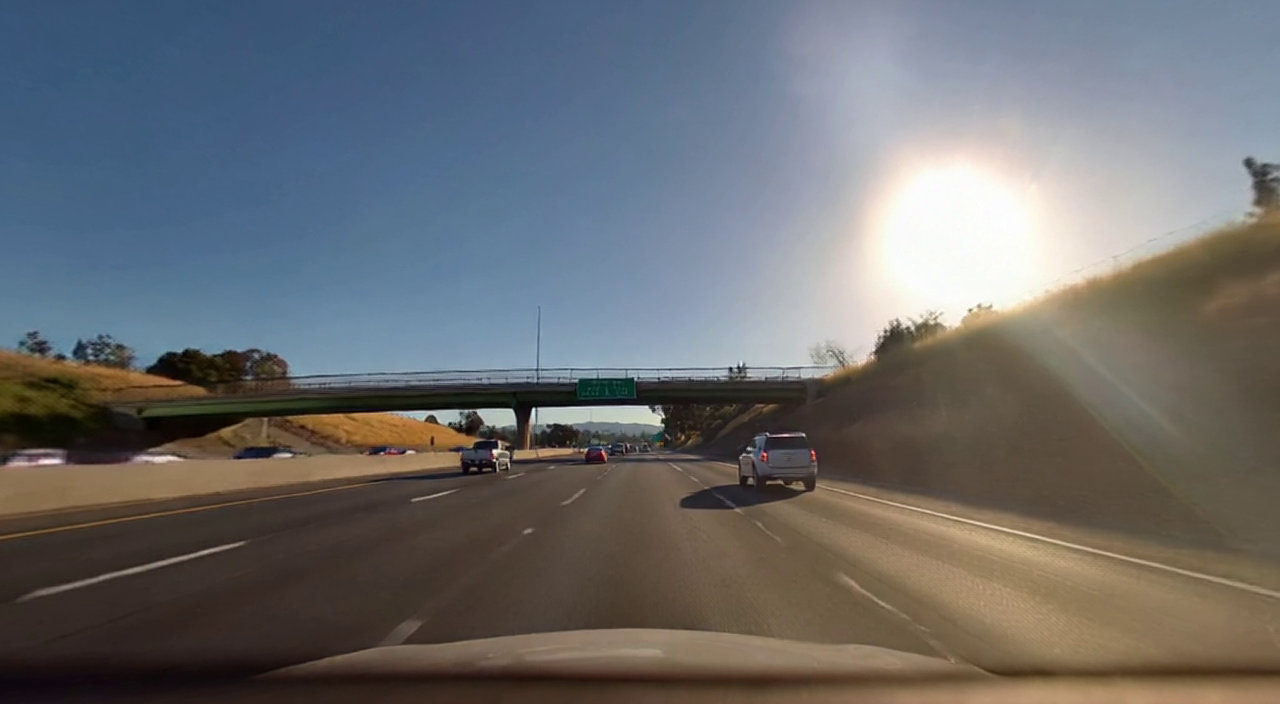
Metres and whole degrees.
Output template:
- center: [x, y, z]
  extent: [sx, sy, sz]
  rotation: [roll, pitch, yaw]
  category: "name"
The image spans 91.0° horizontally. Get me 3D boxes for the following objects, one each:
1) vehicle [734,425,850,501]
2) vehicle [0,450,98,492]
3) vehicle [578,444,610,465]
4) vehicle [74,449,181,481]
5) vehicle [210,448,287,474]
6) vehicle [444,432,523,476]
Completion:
- center: [3.867, 2.906, 16.831]
  extent: [1.990, 1.735, 4.276]
  rotation: [0, -9, 0]
  category: "vehicle"
- center: [-25.511, 4.878, 26.135]
  extent: [1.914, 1.556, 4.594]
  rotation: [0, -9, 0]
  category: "vehicle"
- center: [-3.600, 8.071, 49.751]
  extent: [2.067, 1.528, 4.551]
  rotation: [0, -9, 1]
  category: "vehicle"
- center: [-29.425, 6.460, 36.416]
  extent: [1.967, 1.693, 4.952]
  rotation: [0, -9, 0]
  category: "vehicle"
- center: [-25.291, 7.021, 40.917]
  extent: [1.903, 1.589, 4.710]
  rotation: [0, -9, 1]
  category: "vehicle"
- center: [-7.610, 5.039, 31.296]
  extent: [2.341, 1.959, 5.684]
  rotation: [0, -9, 1]
  category: "vehicle"
